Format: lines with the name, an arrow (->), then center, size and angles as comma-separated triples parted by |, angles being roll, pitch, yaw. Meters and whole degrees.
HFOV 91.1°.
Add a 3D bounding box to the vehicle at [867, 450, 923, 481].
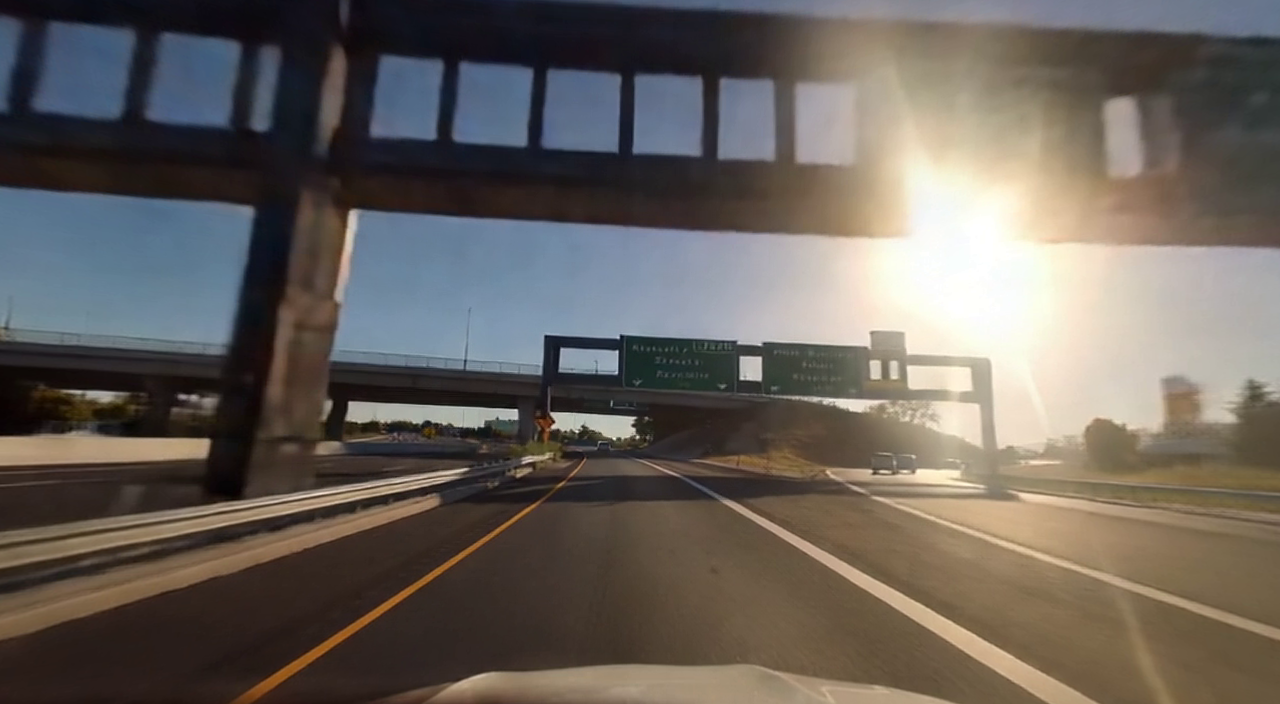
vehicle -> 12.852, 5.694, 31.857 | 2.129, 1.444, 3.649 | -3, -9, 15
